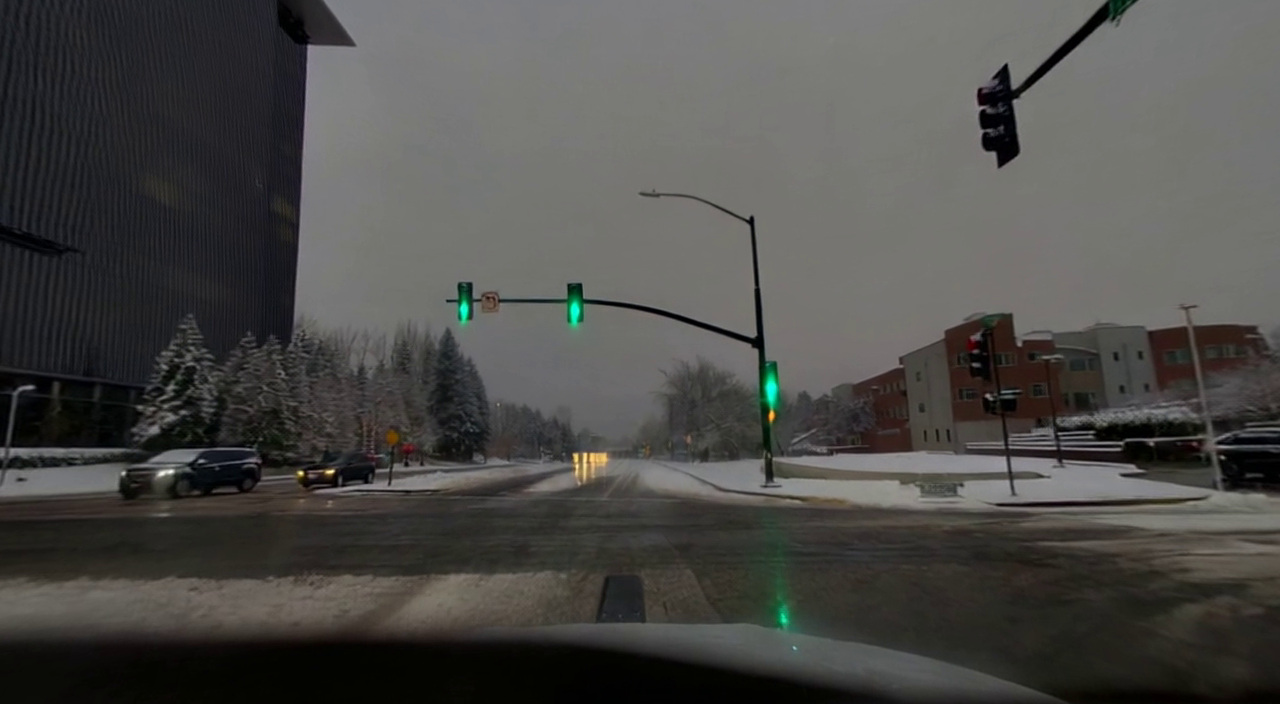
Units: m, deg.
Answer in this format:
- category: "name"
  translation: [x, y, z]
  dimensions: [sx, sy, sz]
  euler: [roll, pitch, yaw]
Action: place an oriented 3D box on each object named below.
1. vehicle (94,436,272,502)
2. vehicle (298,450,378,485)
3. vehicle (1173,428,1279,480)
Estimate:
- category: "vehicle"
  translation: [-14.910, 3.825, 21.051]
  dimensions: [2.091, 1.915, 5.040]
  euler: [0, -9, 0]
- category: "vehicle"
  translation: [-15.102, 5.775, 31.768]
  dimensions: [1.932, 1.605, 4.146]
  euler: [0, -9, 0]
- category: "vehicle"
  translation: [19.062, 3.090, 19.115]
  dimensions: [1.834, 1.480, 4.458]
  euler: [0, -9, -1]
